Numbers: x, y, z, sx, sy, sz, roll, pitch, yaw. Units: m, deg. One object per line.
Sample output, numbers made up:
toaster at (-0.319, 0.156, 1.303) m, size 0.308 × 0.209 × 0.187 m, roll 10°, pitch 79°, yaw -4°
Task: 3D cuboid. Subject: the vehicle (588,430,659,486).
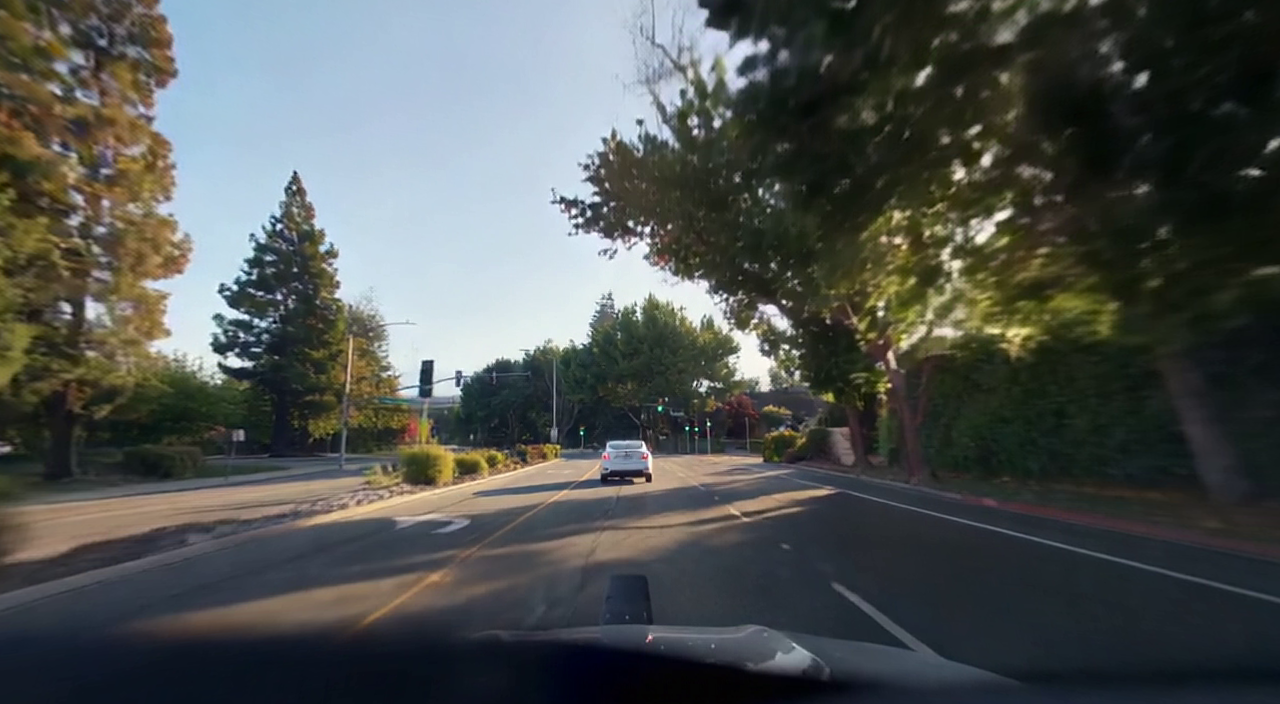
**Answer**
vehicle at (-0.548, 3.600, 21.656) m, size 2.192 × 1.734 × 4.176 m, roll 0°, pitch -8°, yaw -1°
